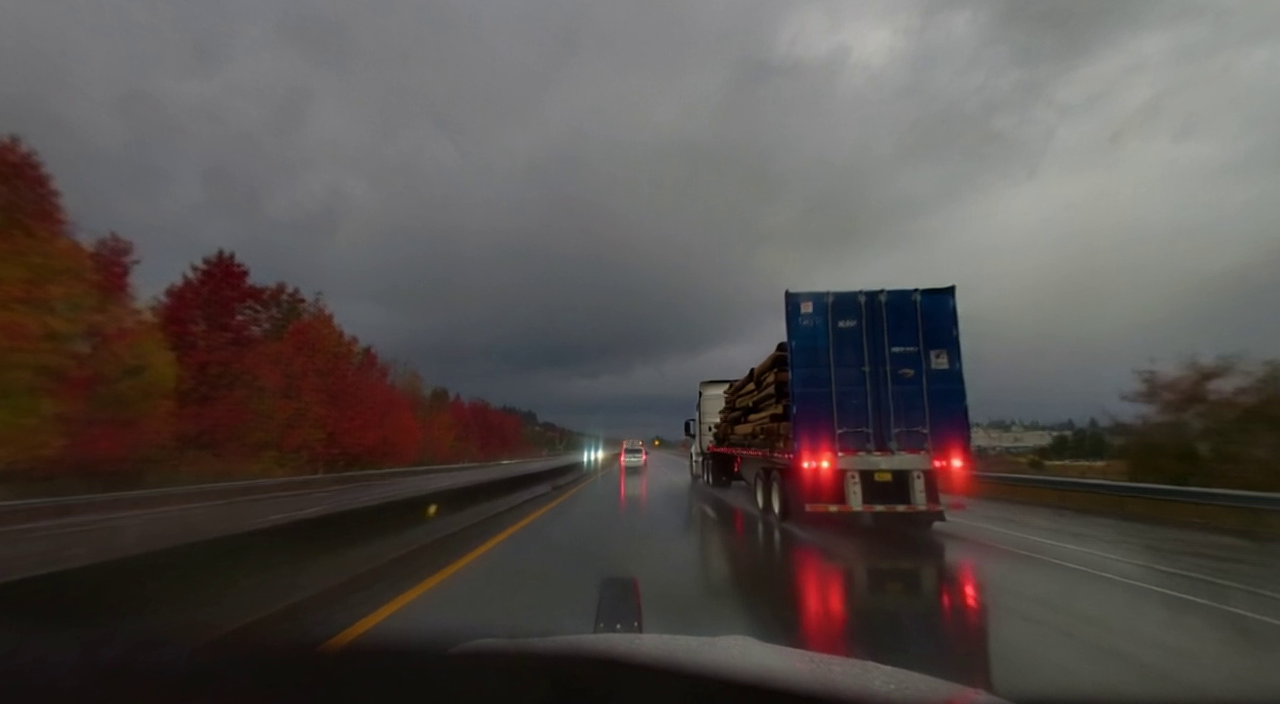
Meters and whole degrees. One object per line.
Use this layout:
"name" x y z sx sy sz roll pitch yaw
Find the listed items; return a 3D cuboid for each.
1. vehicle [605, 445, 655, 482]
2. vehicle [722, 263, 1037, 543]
"vehicle" -0.441 5.000 28.410 2.099 1.506 4.097 -1 -9 0
"vehicle" 3.847 1.297 12.972 3.004 3.923 8.363 0 -9 -1
